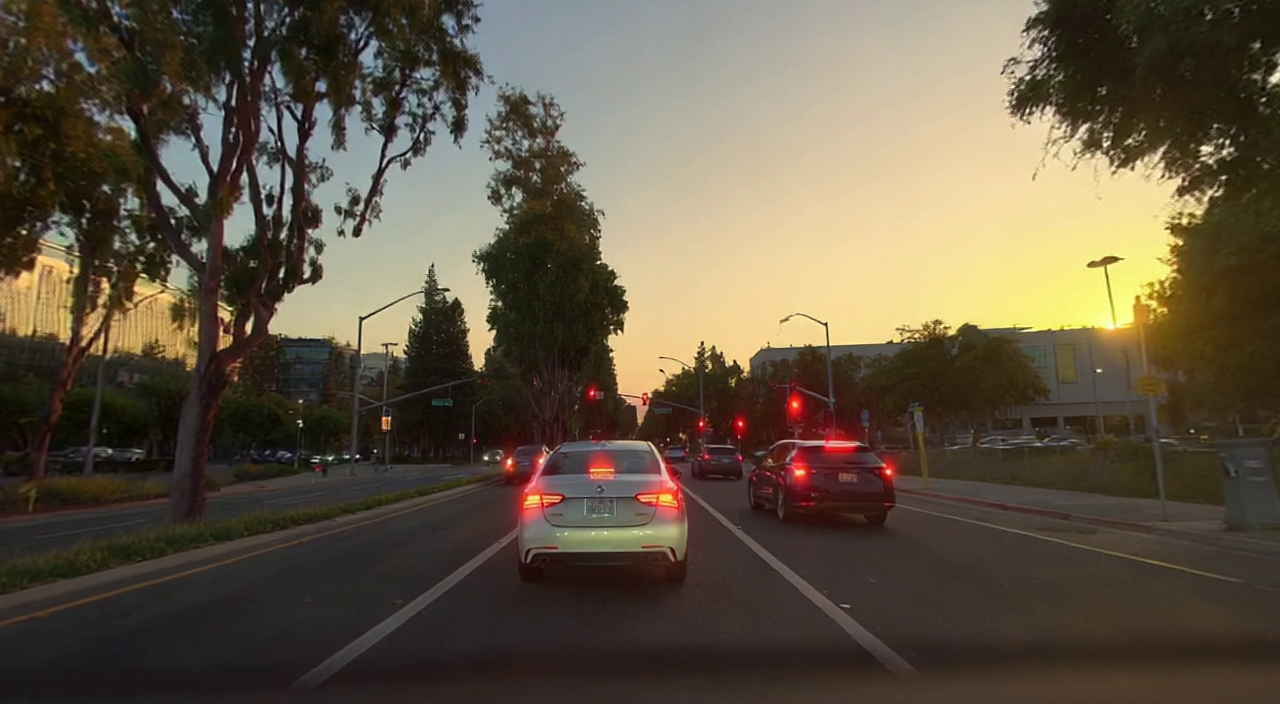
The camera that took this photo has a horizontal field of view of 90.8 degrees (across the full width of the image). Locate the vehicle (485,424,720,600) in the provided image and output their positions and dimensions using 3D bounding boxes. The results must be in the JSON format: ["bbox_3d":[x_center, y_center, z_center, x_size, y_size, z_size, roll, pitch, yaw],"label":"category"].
[{"bbox_3d":[-0.347,1.645,7.267,2.006,1.487,3.535,0,-9,-1],"label":"vehicle"}]

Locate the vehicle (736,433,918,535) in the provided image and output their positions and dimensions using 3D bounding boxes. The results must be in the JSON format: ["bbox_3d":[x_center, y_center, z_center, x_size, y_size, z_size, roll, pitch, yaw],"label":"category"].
[{"bbox_3d":[3.110,2.284,11.572,1.910,1.474,4.263,0,-9,-2],"label":"vehicle"}]
